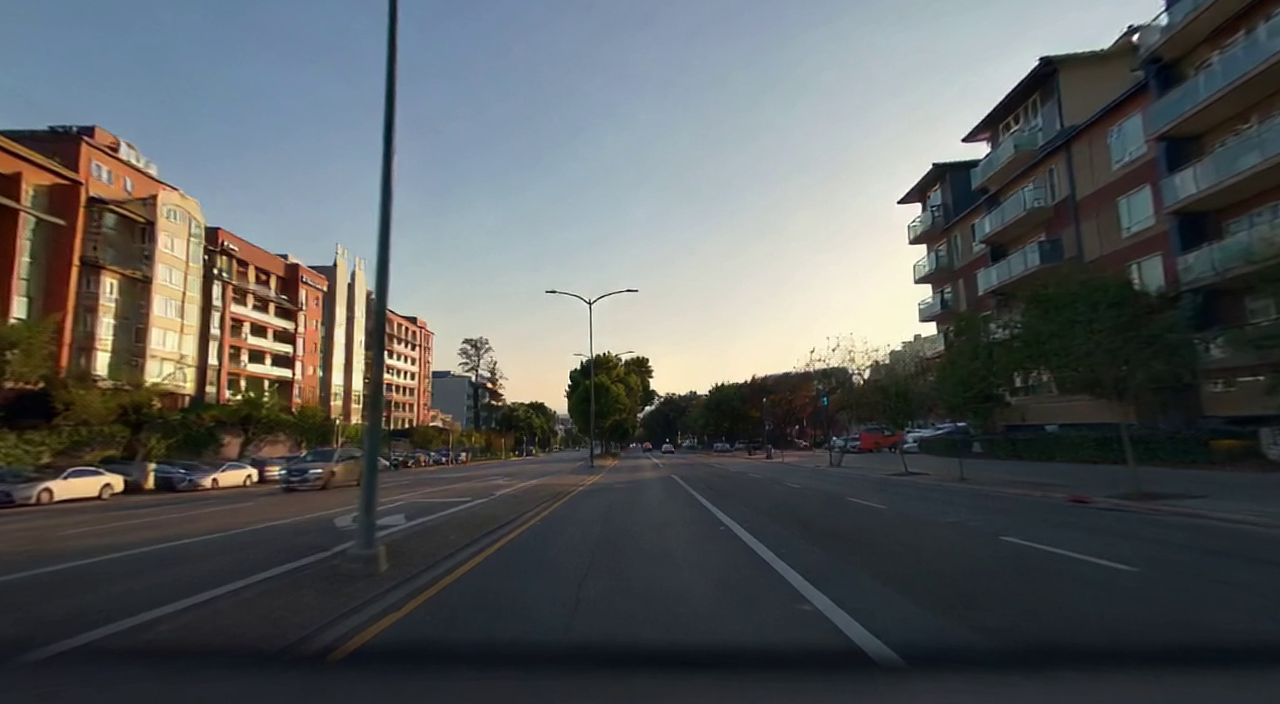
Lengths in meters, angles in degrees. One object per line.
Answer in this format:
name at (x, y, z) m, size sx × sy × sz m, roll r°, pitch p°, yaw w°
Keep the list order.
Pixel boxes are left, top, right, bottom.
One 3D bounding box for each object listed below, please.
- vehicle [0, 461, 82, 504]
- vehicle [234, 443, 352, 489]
vehicle at (-26.185, 5.354, 26.041) m, size 4.265 × 1.640 × 1.935 m, roll 4°, pitch -9°, yaw -25°
vehicle at (-16.214, 5.347, 30.029) m, size 2.288 × 1.938 × 5.710 m, roll 0°, pitch -9°, yaw 1°
